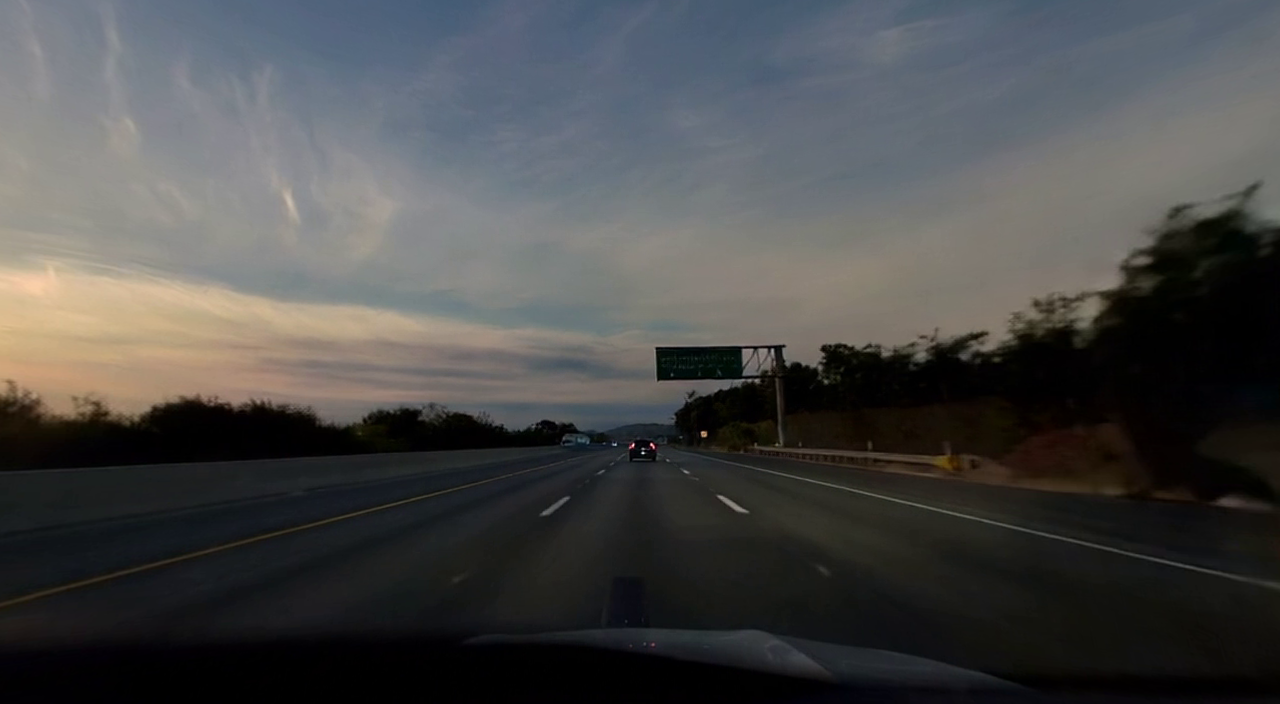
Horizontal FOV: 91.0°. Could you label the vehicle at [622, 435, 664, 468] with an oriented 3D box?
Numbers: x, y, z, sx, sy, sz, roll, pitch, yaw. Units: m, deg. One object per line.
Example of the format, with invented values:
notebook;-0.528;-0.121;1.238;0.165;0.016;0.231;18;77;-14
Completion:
vehicle;0.158;5.262;33.369;2.111;1.635;4.177;0;-8;0
